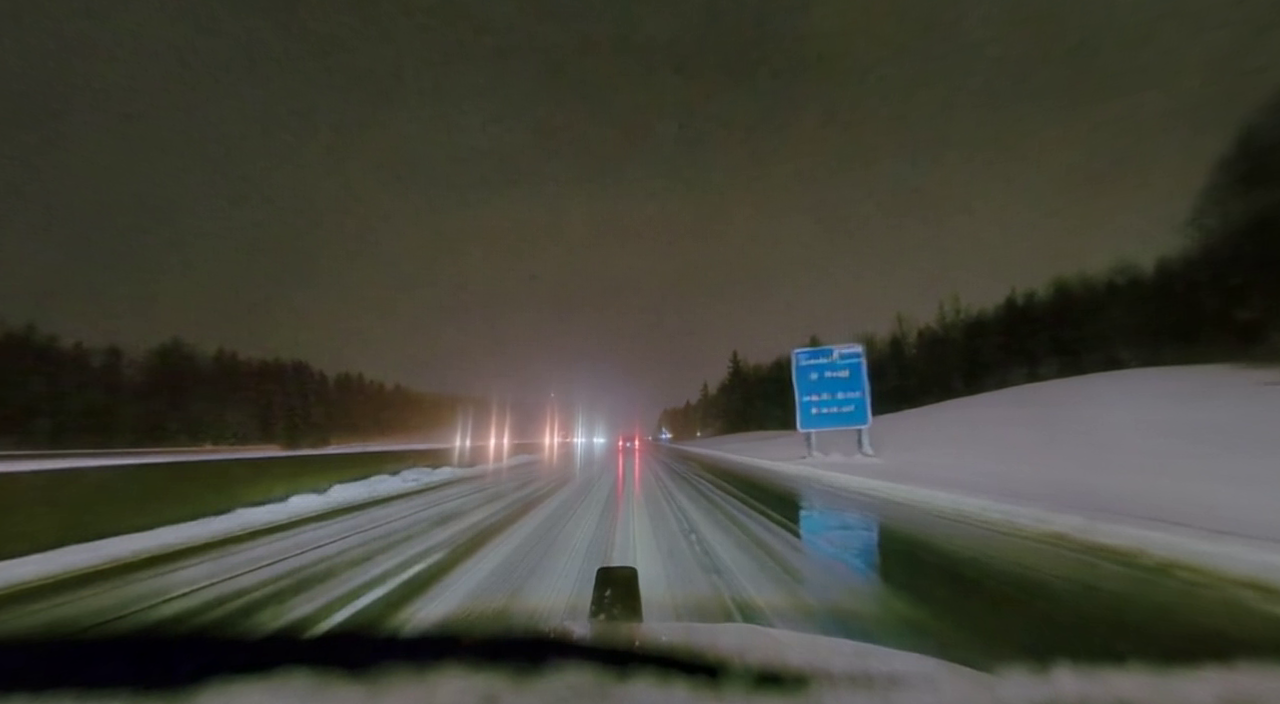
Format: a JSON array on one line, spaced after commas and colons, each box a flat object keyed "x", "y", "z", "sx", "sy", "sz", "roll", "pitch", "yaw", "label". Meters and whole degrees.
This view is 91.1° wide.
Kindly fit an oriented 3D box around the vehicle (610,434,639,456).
[{"x": -1.091, "y": 6.586, "z": 44.635, "sx": 2.025, "sy": 1.519, "sz": 3.924, "roll": 0, "pitch": -8, "yaw": -1, "label": "vehicle"}]
